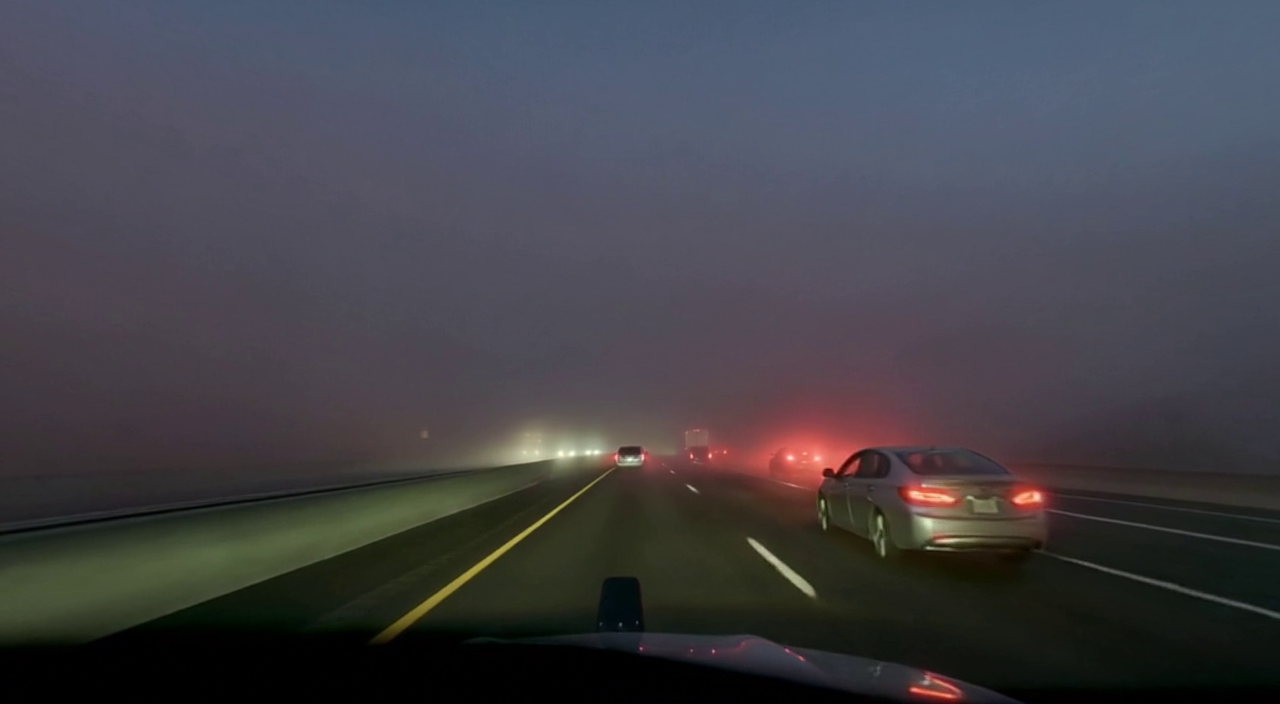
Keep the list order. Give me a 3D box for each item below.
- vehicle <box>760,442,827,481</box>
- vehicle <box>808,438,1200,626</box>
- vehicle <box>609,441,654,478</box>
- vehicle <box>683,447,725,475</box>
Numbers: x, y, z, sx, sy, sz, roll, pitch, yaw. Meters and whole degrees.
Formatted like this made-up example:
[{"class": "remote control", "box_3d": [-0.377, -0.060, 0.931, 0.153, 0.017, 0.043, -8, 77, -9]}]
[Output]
[{"class": "vehicle", "box_3d": [6.899, 4.959, 28.790, 1.975, 1.650, 4.257, 0, -9, 0]}, {"class": "vehicle", "box_3d": [3.443, 1.748, 7.093, 2.004, 1.471, 4.032, 0, -9, 0]}, {"class": "vehicle", "box_3d": [-0.365, 5.364, 31.656, 2.142, 1.724, 4.344, 0, -9, 1]}, {"class": "vehicle", "box_3d": [3.726, 6.433, 37.492, 2.047, 1.540, 4.294, 0, -9, 0]}]
